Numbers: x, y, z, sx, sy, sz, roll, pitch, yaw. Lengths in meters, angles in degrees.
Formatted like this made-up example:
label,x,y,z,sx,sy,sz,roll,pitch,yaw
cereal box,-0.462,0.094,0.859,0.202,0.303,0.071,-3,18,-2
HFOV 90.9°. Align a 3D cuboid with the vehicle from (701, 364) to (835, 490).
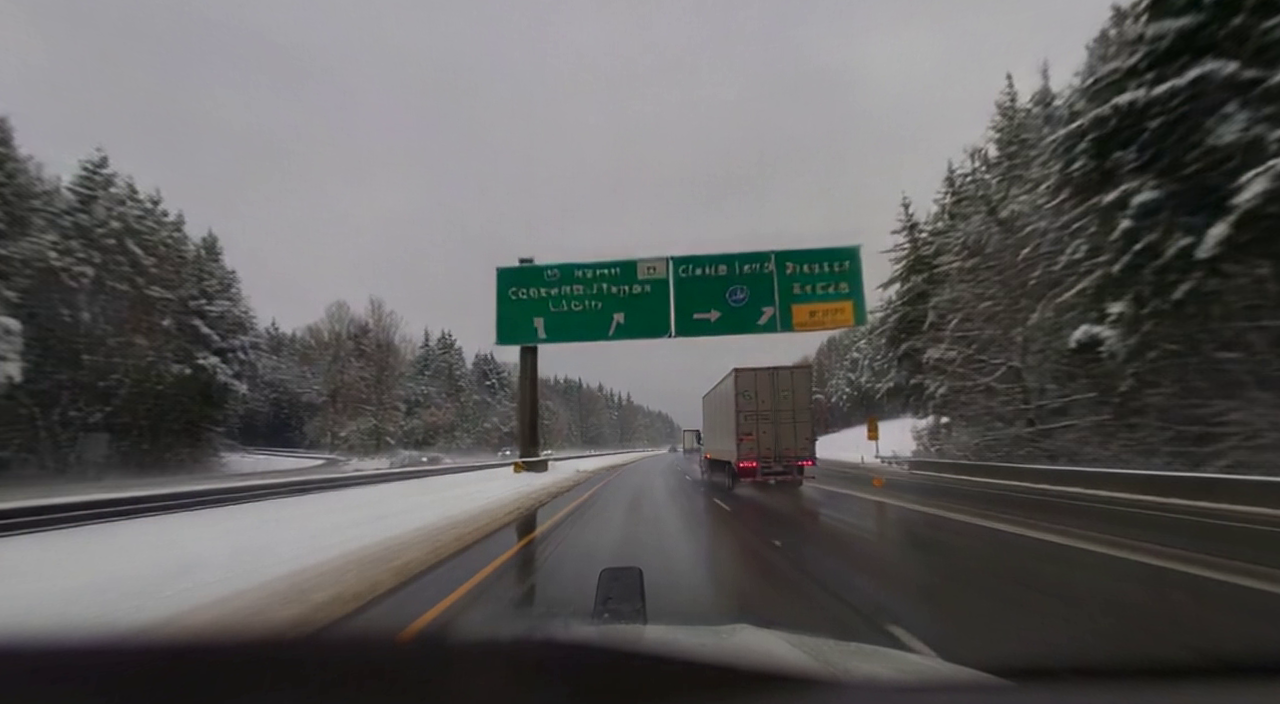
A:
label,x,y,z,sx,sy,sz,roll,pitch,yaw
vehicle,4.723,3.440,26.980,2.859,3.984,14.045,0,-9,0
